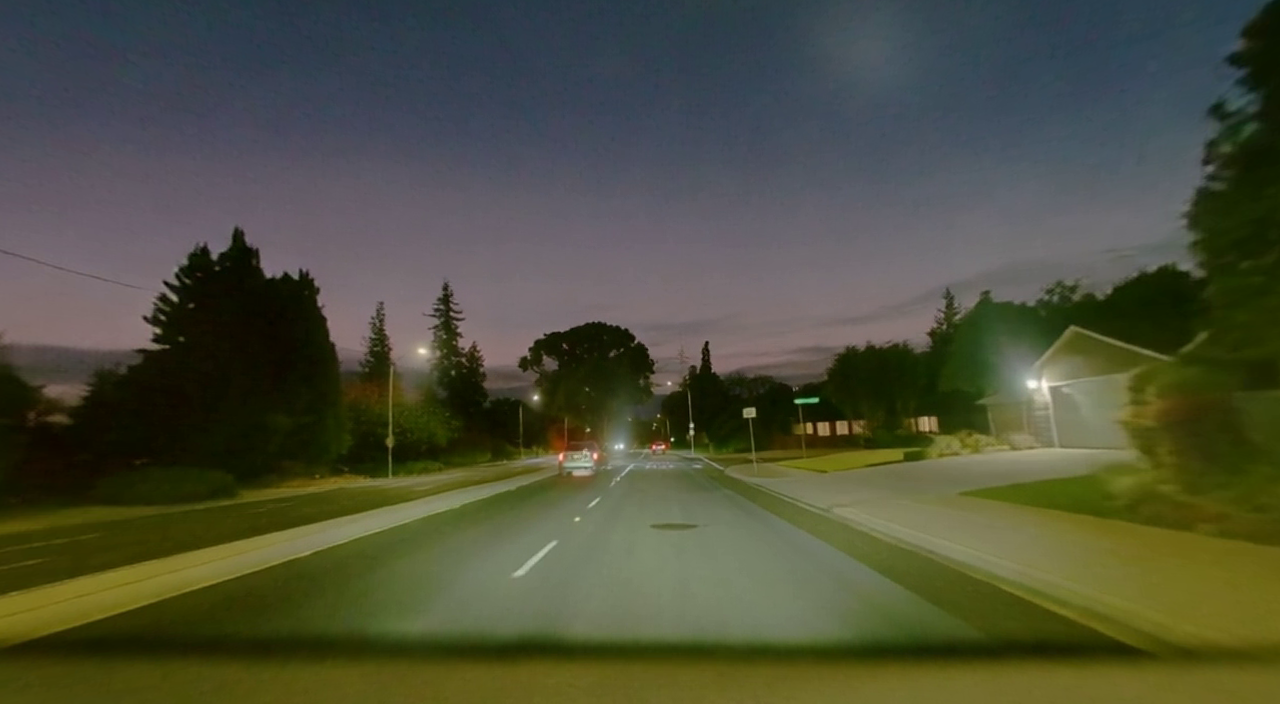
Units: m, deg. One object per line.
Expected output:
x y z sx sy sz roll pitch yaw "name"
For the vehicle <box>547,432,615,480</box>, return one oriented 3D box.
-2.262 4.155 25.415 2.190 1.766 4.394 0 -8 2 "vehicle"
